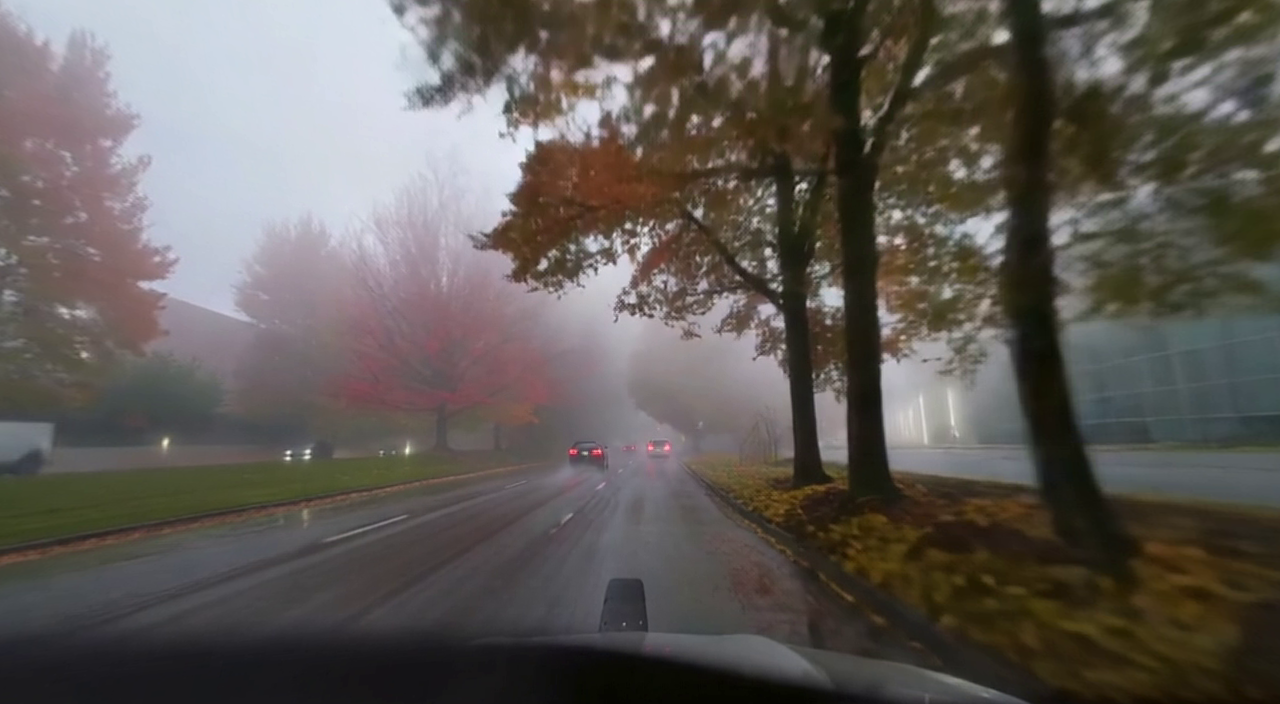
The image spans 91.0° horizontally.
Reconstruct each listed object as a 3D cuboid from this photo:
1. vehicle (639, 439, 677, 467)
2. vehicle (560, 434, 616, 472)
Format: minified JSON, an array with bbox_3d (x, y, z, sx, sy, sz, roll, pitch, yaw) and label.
[{"bbox_3d":[1.011,5.631,35.343,2.040,1.493,3.682,0,-8,1],"label":"vehicle"},{"bbox_3d":[-2.404,4.834,30.335,2.197,1.709,4.069,0,-8,2],"label":"vehicle"}]
